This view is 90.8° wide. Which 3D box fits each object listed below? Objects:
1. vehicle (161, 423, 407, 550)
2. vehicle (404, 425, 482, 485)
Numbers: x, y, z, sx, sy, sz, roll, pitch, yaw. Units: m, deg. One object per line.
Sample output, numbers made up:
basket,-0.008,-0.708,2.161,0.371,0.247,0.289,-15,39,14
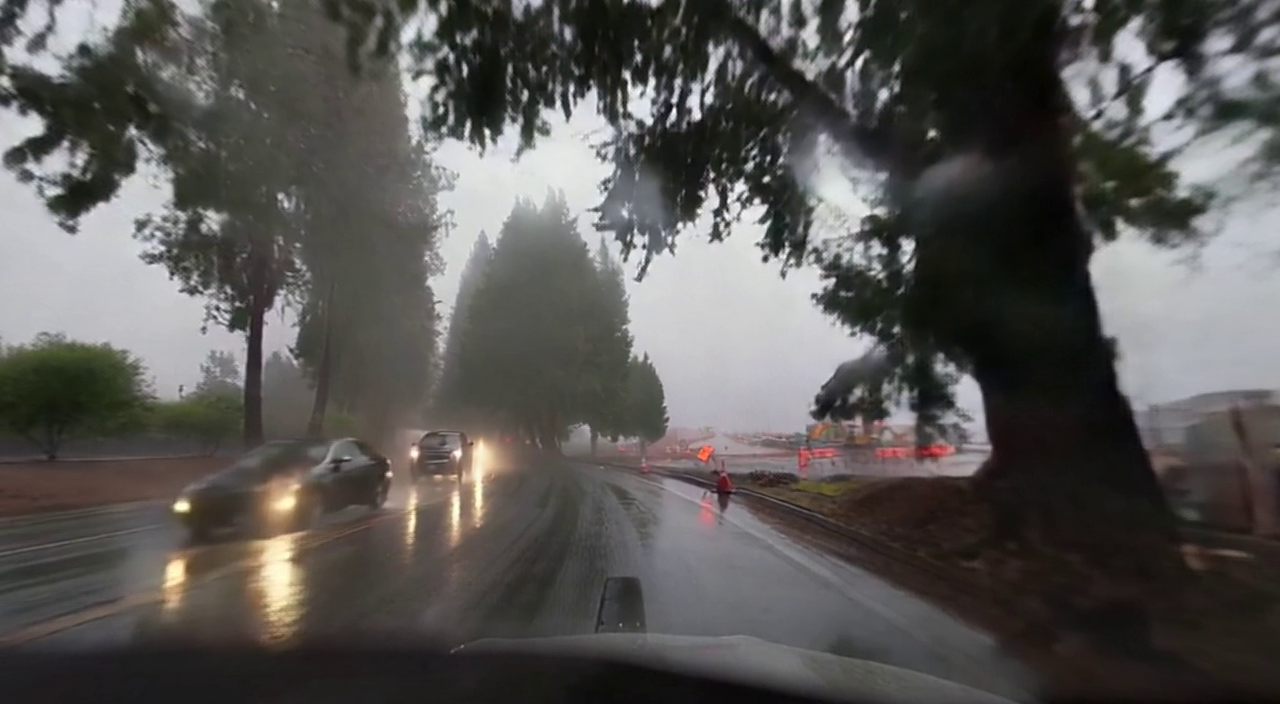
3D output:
vehicle,-6.069,2.298,11.580,2.019,1.840,4.437,0,-8,-2
vehicle,-7.758,4.076,25.330,2.260,2.162,4.555,1,-8,-9
